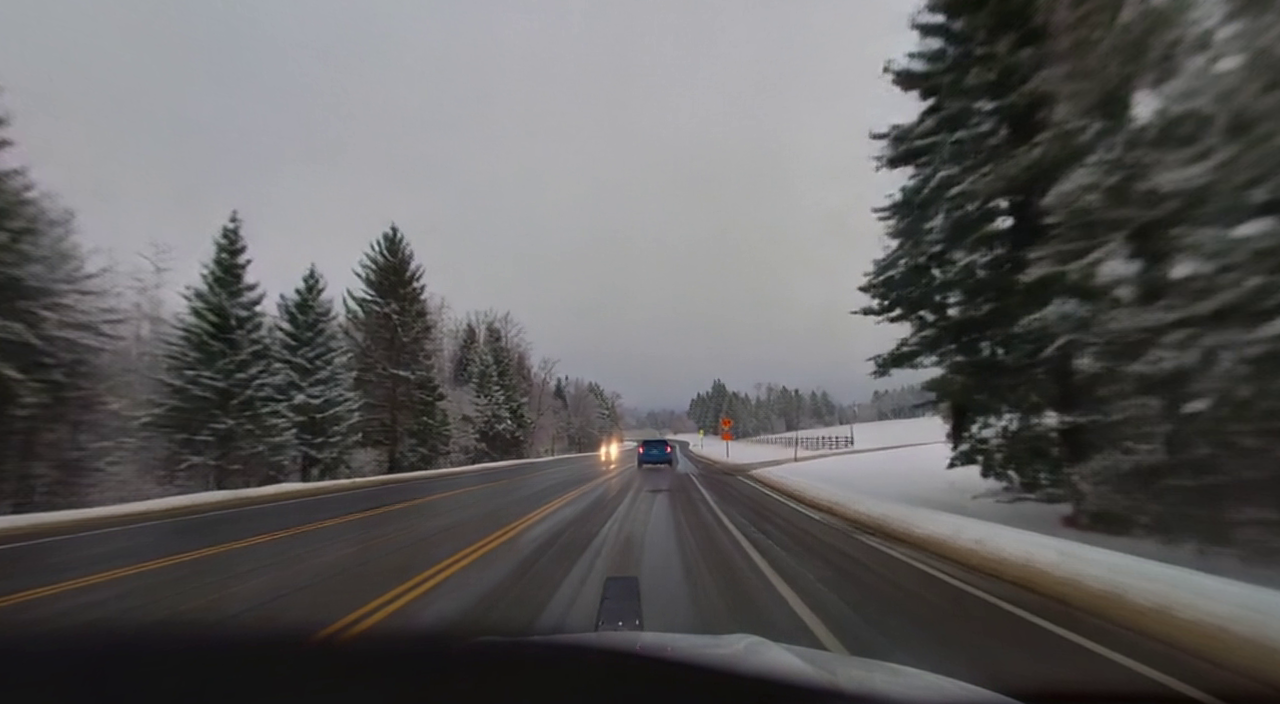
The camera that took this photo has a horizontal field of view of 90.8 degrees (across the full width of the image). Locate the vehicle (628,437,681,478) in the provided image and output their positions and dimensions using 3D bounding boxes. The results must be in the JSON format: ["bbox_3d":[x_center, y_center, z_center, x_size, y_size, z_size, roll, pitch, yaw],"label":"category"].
[{"bbox_3d":[0.716,4.873,29.382,2.294,1.708,4.110,0,-9,2],"label":"vehicle"}]
